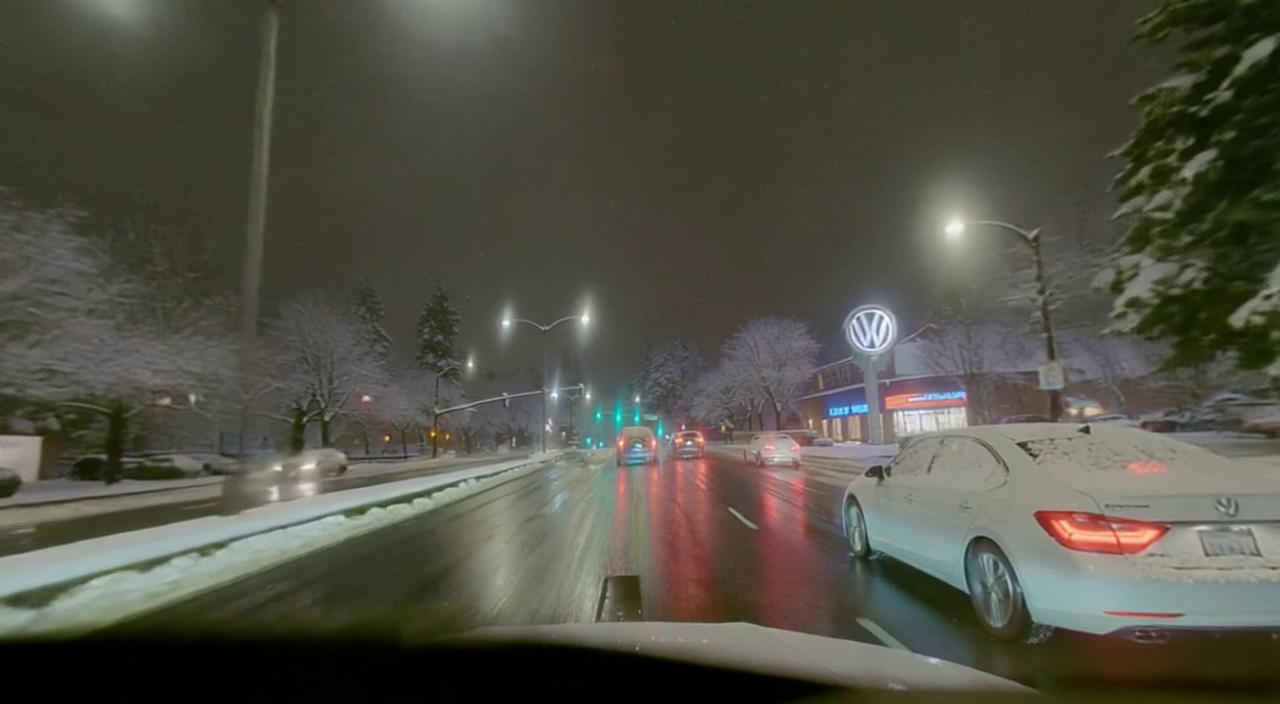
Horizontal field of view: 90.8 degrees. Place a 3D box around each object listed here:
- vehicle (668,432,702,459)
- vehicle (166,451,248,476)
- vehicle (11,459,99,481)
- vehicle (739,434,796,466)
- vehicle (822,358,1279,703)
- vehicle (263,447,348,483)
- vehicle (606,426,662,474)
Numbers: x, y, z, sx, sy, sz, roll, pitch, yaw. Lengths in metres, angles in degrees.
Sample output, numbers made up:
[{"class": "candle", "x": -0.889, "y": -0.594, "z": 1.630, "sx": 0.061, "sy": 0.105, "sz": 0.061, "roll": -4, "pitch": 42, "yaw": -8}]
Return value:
[{"class": "vehicle", "x": 3.091, "y": 6.531, "z": 44.303, "sx": 2.000, "sy": 1.745, "sz": 4.206, "roll": 0, "pitch": -8, "yaw": -2}, {"class": "vehicle", "x": -30.341, "y": 7.797, "z": 44.345, "sx": 4.228, "sy": 1.680, "sz": 2.024, "roll": 0, "pitch": -8, "yaw": 0}, {"class": "vehicle", "x": -42.957, "y": 8.653, "z": 46.437, "sx": 4.559, "sy": 1.441, "sz": 1.815, "roll": 0, "pitch": -8, "yaw": -1}, {"class": "vehicle", "x": 6.334, "y": 4.922, "z": 31.870, "sx": 1.883, "sy": 1.452, "sz": 4.258, "roll": 0, "pitch": -8, "yaw": -1}, {"class": "vehicle", "x": 3.242, "y": 1.168, "z": 5.064, "sx": 2.153, "sy": 1.658, "sz": 4.485, "roll": 0, "pitch": -8, "yaw": -1}, {"class": "vehicle", "x": -17.184, "y": 5.793, "z": 32.735, "sx": 1.984, "sy": 1.492, "sz": 4.677, "roll": -5, "pitch": -8, "yaw": -1}, {"class": "vehicle", "x": -0.244, "y": 4.012, "z": 26.024, "sx": 2.106, "sy": 1.798, "sz": 4.168, "roll": 0, "pitch": -8, "yaw": -1}]
